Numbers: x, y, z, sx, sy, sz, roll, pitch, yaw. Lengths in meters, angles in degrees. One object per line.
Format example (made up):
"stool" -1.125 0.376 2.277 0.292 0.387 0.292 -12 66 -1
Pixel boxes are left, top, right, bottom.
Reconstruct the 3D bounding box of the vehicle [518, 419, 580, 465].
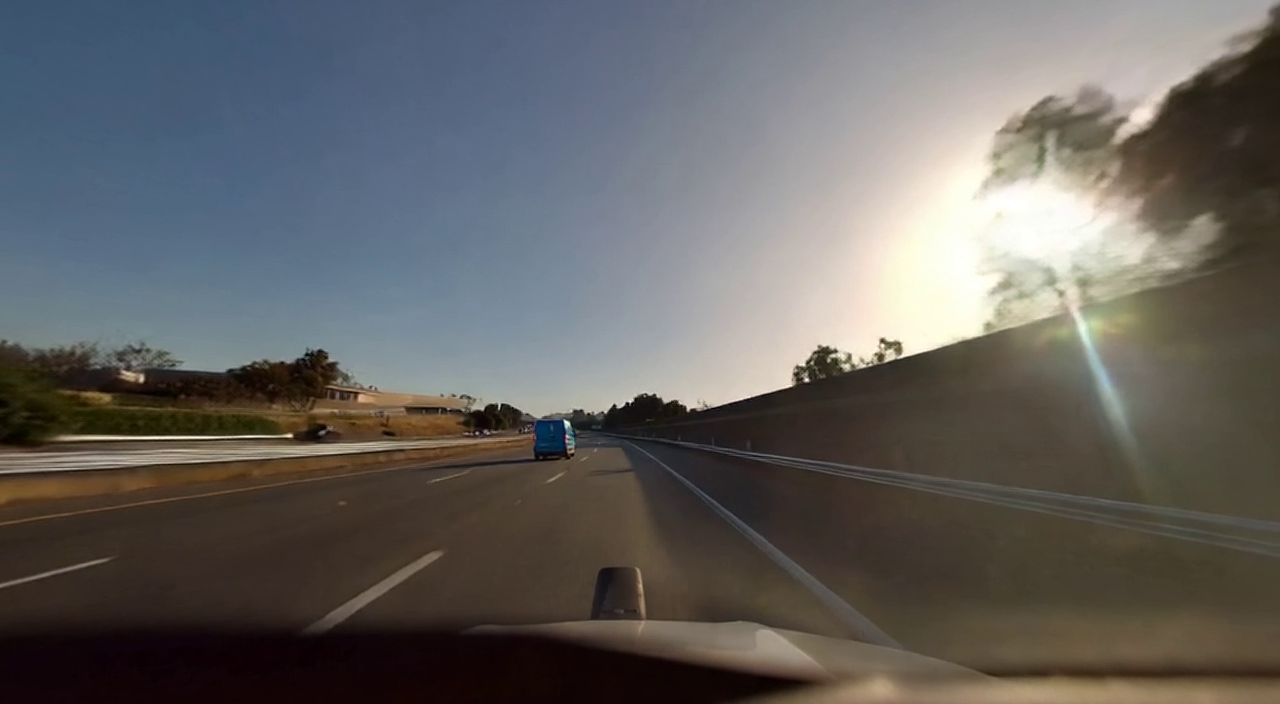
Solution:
"vehicle" -4.413 4.465 31.376 2.309 2.053 4.884 0 -8 1
